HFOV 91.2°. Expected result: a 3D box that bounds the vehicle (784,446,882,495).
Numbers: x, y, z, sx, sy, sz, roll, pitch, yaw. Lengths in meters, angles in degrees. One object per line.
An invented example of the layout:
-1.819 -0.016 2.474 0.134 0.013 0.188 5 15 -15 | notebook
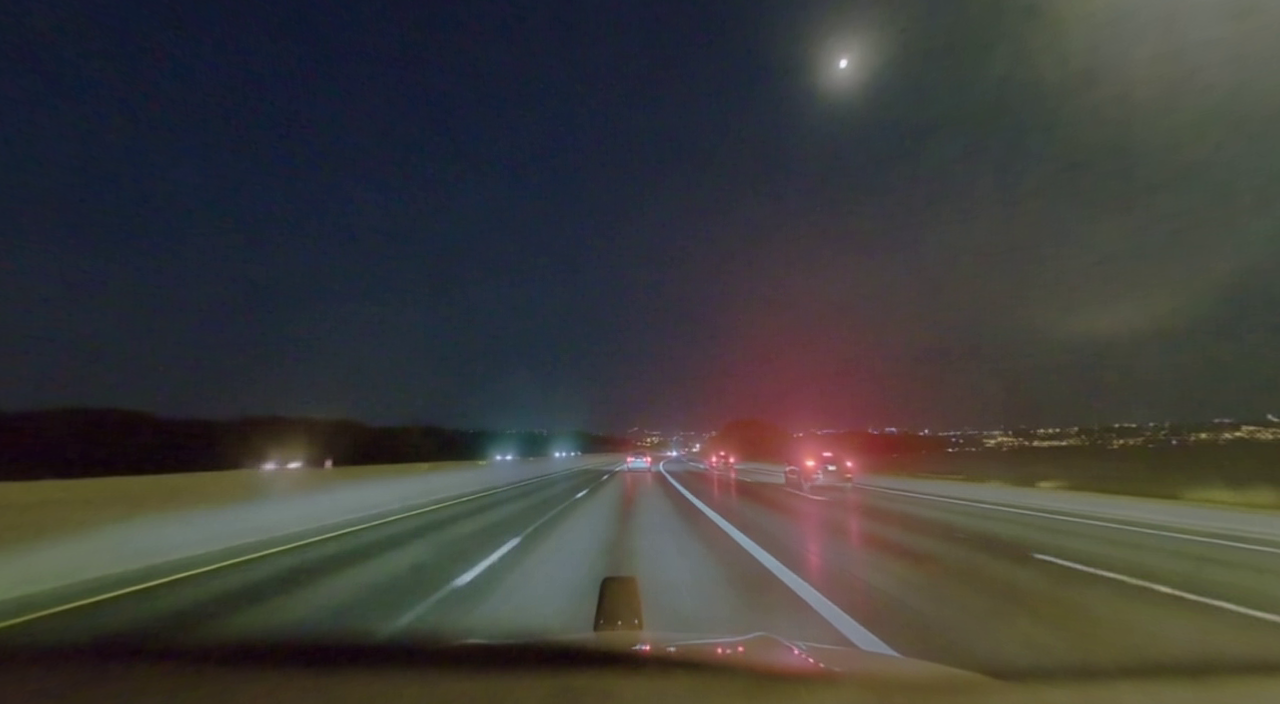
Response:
6.792 4.201 22.633 2.008 1.533 4.592 0 -9 -1 | vehicle

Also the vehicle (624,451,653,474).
-0.087 8.094 46.119 2.025 1.526 4.181 0 -9 0 | vehicle

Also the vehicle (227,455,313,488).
-18.909 6.104 32.243 1.863 1.490 4.162 -1 -9 1 | vehicle
